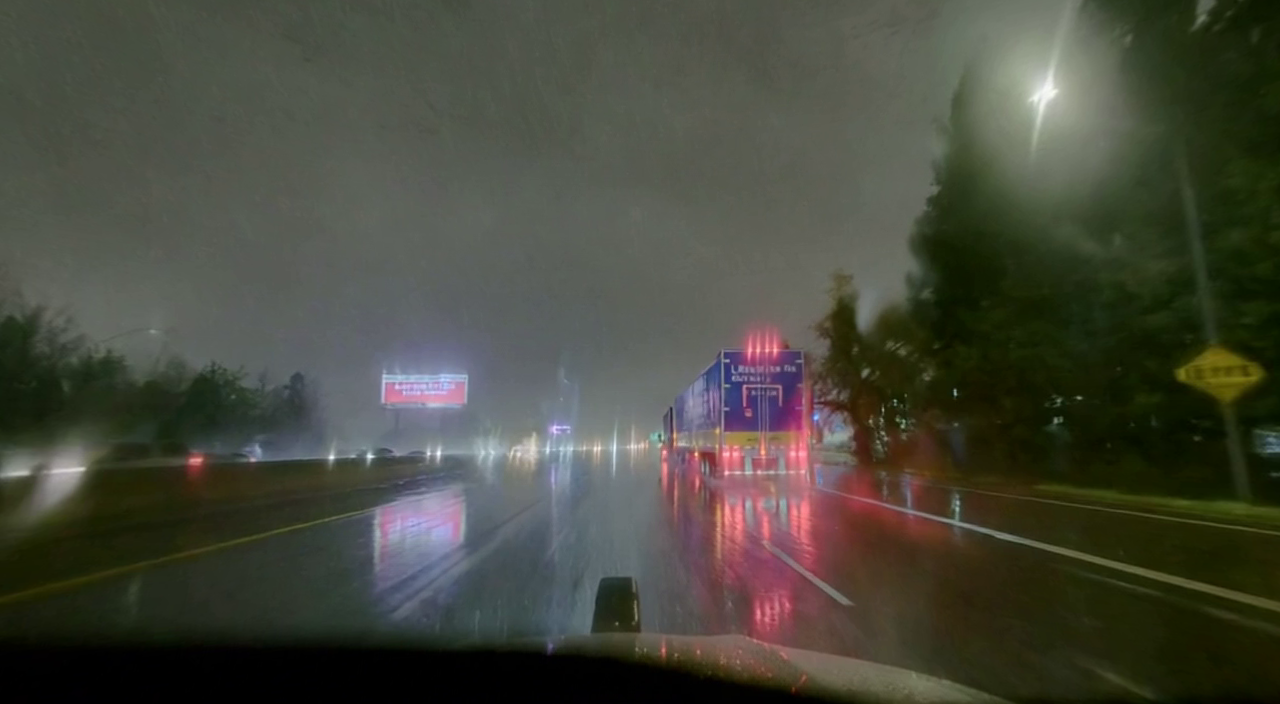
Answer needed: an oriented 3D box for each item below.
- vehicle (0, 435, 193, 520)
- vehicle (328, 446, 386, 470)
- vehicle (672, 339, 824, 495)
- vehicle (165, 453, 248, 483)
[{"bbox_3d":[-10.189,2.248,11.700,1.525,1.342,3.168,0,-9,-2],"label":"vehicle"},{"bbox_3d":[-18.692,6.998,41.941,1.957,1.484,4.188,0,-9,-2],"label":"vehicle"},{"bbox_3d":[3.424,3.063,26.265,2.891,4.387,17.121,0,-9,-2],"label":"vehicle"},{"bbox_3d":[-22.149,5.917,32.455,1.761,1.356,3.623,0,-9,-3],"label":"vehicle"}]
